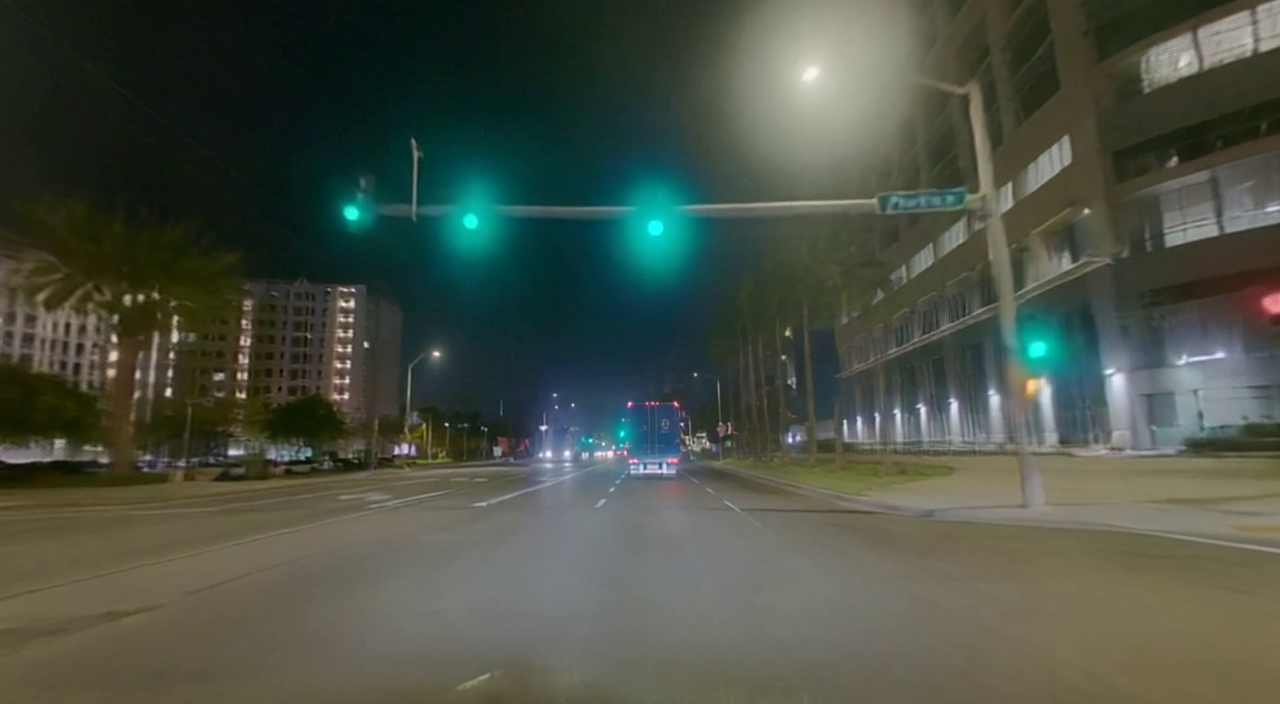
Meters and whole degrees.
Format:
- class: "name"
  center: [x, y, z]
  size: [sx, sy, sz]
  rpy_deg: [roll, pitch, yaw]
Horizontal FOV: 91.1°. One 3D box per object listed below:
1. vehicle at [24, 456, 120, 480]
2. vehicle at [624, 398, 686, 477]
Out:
- class: "vehicle"
  center: [-36.358, 7.430, 40.249]
  size: [4.392, 1.472, 1.854]
  rpy_deg: [0, -9, 2]
- class: "vehicle"
  center: [0.613, 5.214, 37.703]
  size: [2.992, 3.949, 11.815]
  rpy_deg: [0, -9, -2]
